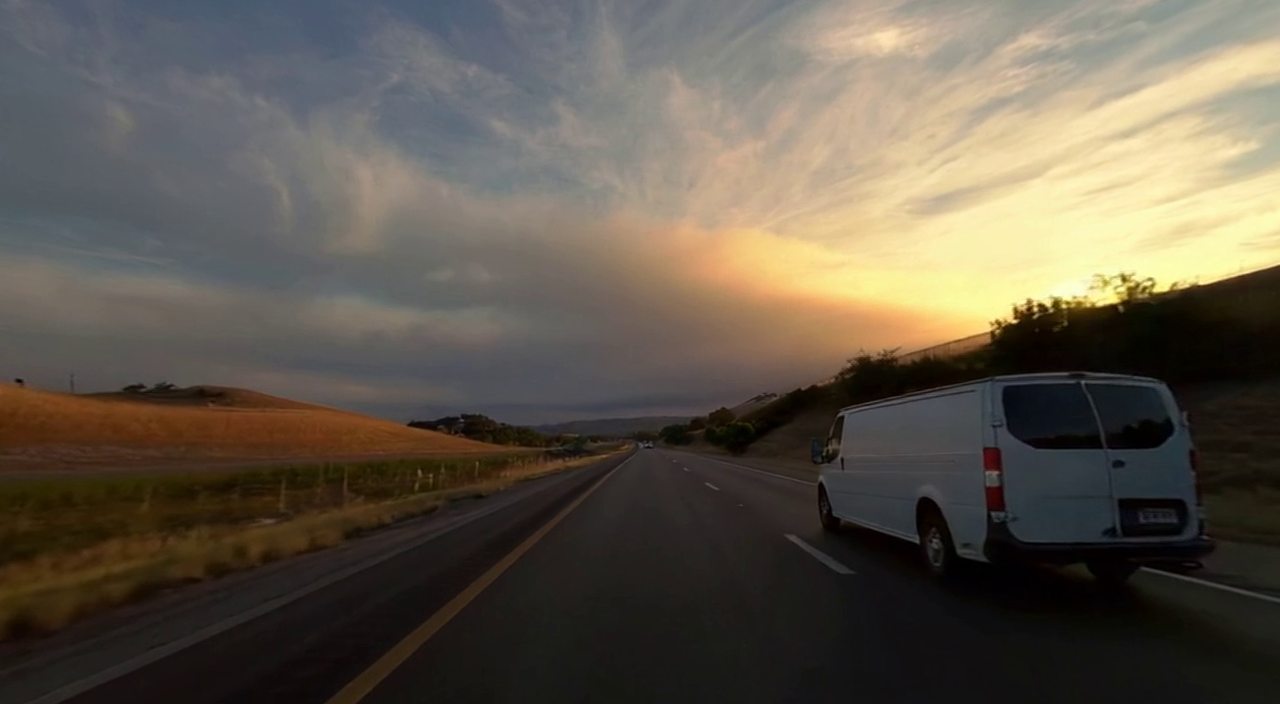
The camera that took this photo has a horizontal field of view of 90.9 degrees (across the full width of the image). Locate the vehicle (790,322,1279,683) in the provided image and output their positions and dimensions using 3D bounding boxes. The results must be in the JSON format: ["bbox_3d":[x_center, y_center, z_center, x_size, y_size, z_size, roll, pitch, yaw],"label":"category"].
[{"bbox_3d":[4.077,1.374,7.363,2.686,2.043,7.449,0,-8,-1],"label":"vehicle"}]
